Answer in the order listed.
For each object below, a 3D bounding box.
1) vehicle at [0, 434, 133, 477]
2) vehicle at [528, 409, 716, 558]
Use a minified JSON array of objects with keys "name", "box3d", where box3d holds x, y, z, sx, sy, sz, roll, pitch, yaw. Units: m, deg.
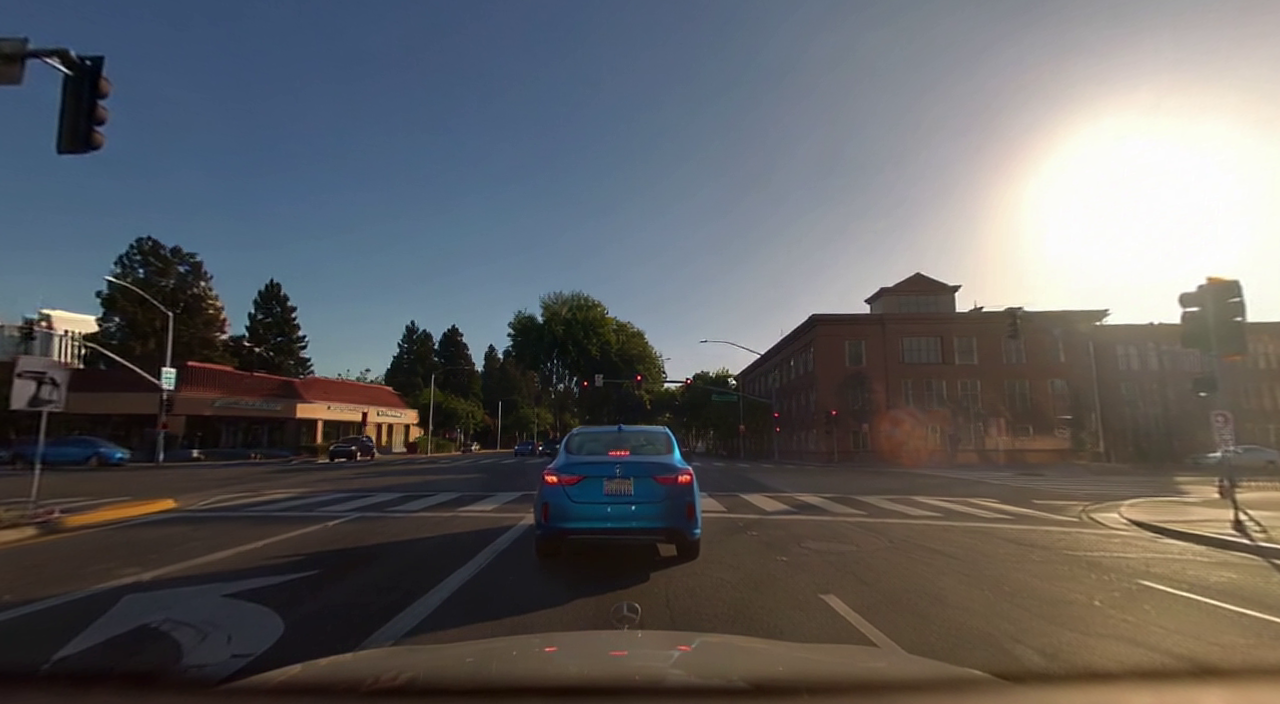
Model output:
[{"name":"vehicle","box3d":[-25.232,4.453,27.210,4.912,1.731,2.022,0,-8,-1]},{"name":"vehicle","box3d":[-0.235,1.742,9.002,2.066,1.618,3.922,0,-8,-1]}]
